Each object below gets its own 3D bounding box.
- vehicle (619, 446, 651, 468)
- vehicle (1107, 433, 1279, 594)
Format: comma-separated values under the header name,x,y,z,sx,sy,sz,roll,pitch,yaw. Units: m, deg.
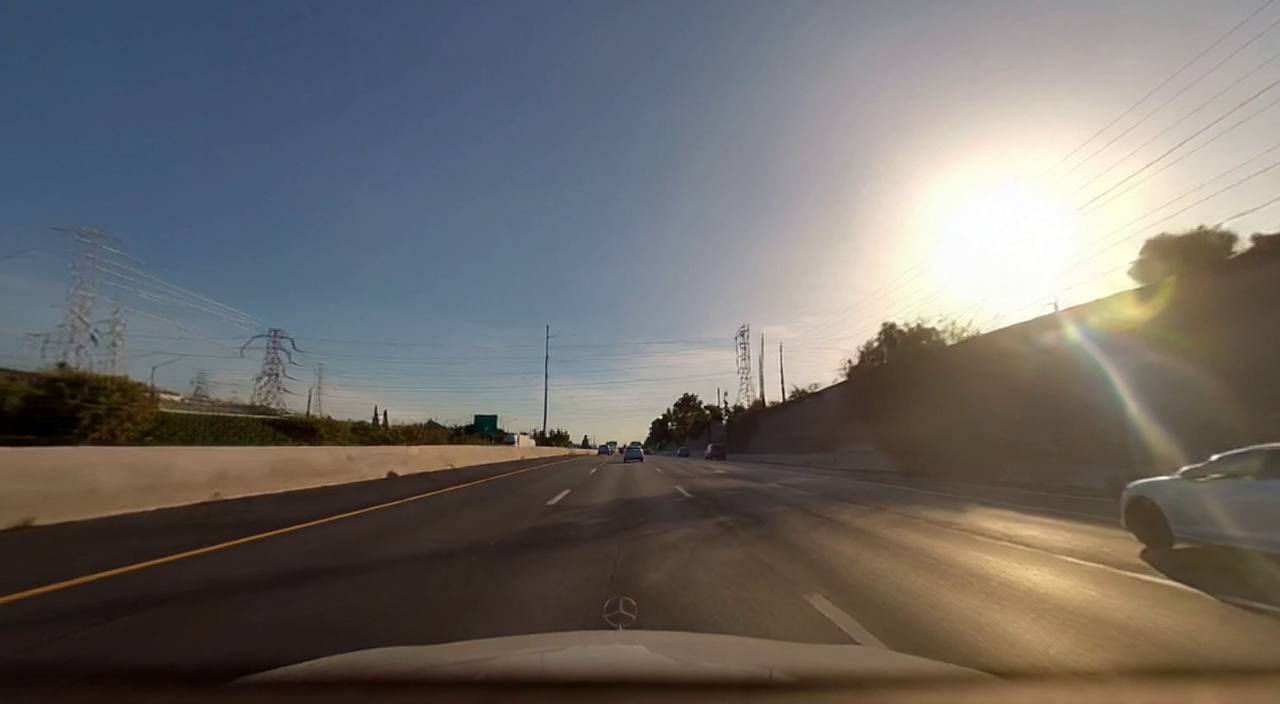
name,x,y,z,sx,sy,sz,roll,pitch,yaw
vehicle,-0.402,7.375,44.754,2.109,1.489,4.027,0,-8,-2
vehicle,6.796,1.468,5.750,1.876,1.451,4.154,0,-8,-1
